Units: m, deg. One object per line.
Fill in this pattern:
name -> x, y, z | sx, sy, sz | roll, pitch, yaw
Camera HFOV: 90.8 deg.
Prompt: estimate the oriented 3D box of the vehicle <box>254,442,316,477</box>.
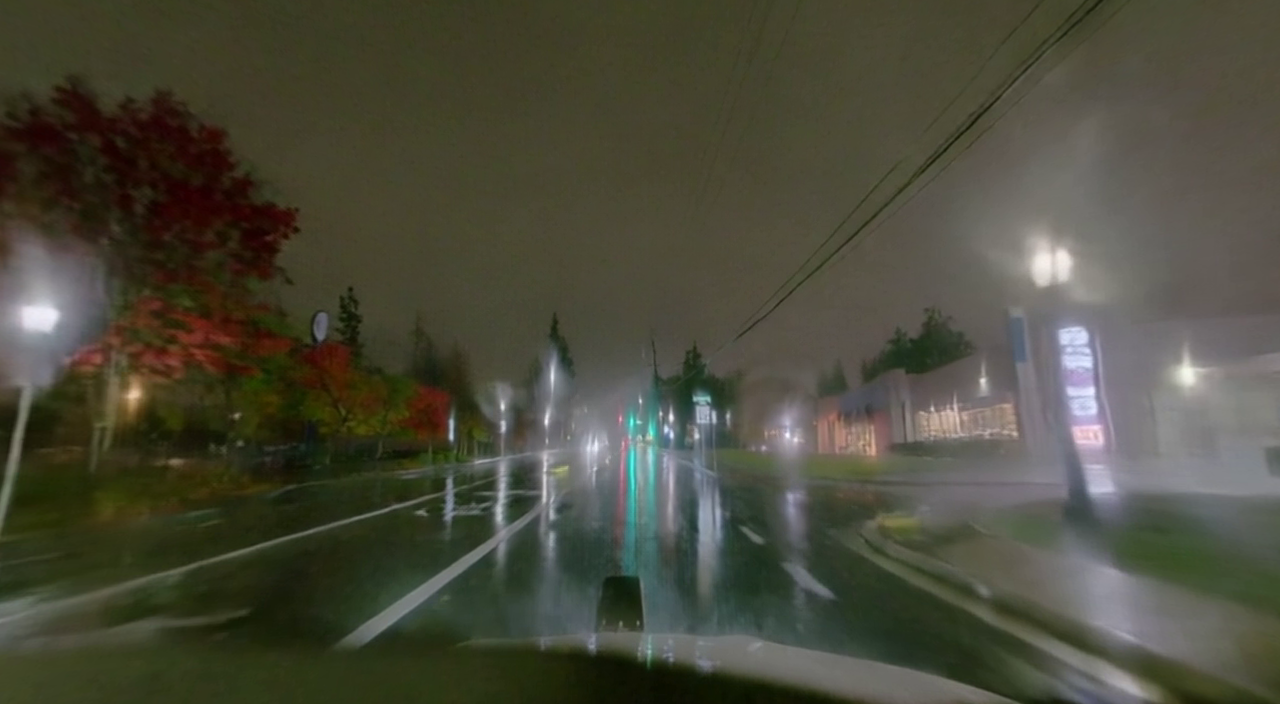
vehicle -> -16.456, 4.964, 29.471 | 2.061, 1.475, 4.357 | 4, -9, -24
